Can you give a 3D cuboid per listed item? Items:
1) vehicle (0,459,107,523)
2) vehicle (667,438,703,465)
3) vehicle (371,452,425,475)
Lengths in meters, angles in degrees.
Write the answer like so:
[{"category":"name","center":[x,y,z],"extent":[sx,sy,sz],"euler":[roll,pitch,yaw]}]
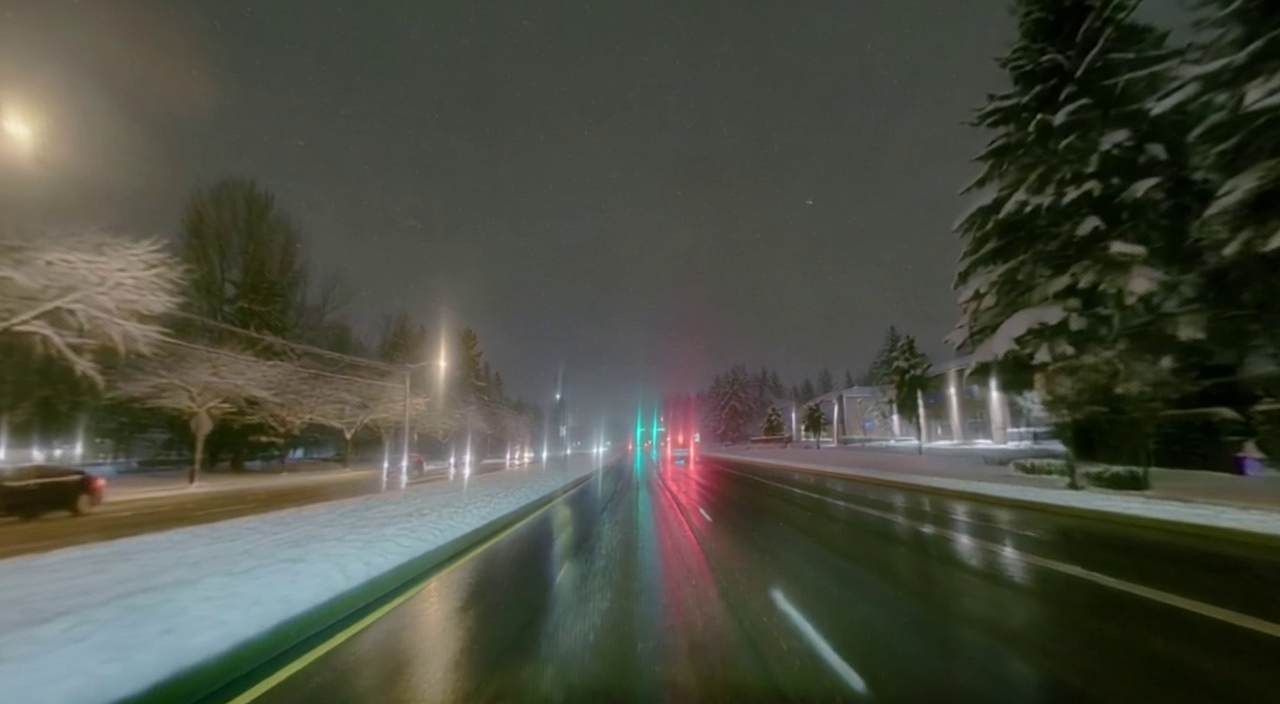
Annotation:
[{"category":"vehicle","center":[-16.971,3.593,16.377],"extent":[1.973,1.536,4.871],"euler":[0,-8,1]},{"category":"vehicle","center":[3.143,7.105,45.364],"extent":[2.085,1.828,5.383],"euler":[0,-8,-1]},{"category":"vehicle","center":[-16.867,7.753,44.304],"extent":[1.908,1.445,4.730],"euler":[0,-8,1]}]
